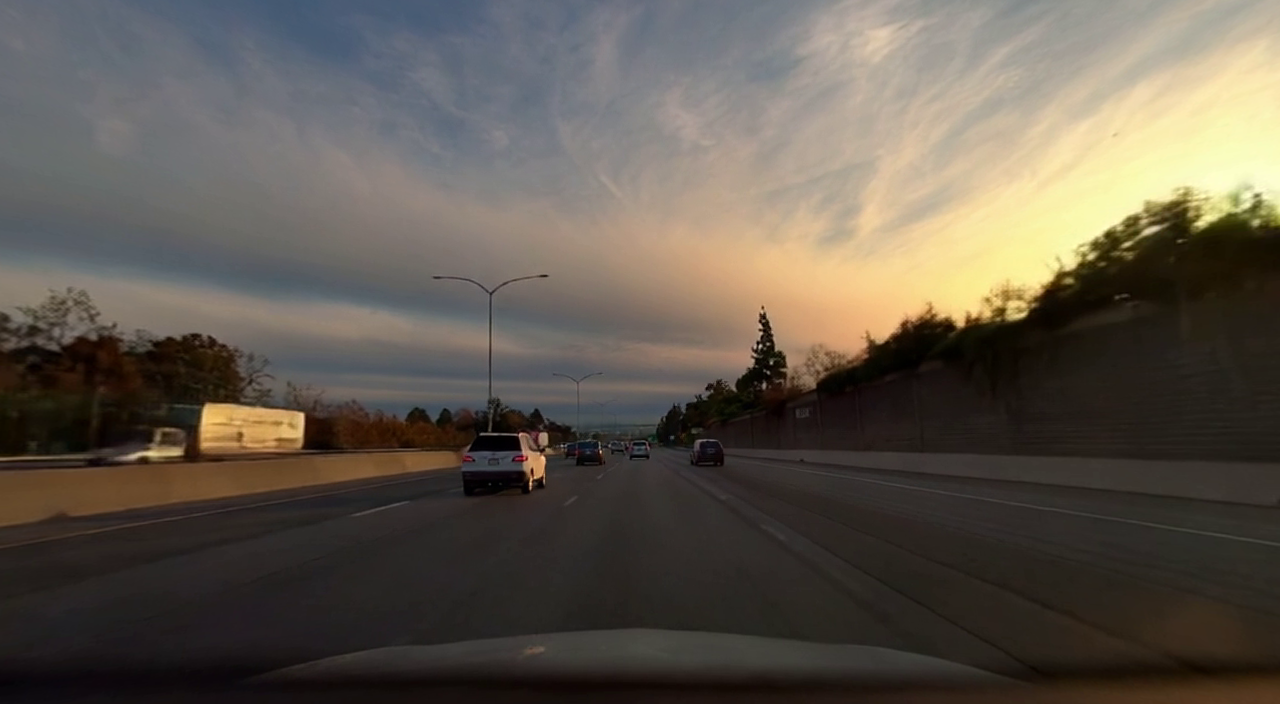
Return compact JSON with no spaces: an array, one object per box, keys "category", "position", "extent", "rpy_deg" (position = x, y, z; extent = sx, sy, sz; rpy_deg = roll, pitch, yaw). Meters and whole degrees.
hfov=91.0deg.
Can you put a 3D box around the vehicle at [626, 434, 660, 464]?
[{"category":"vehicle","position":[0.227,7.553,49.001],"extent":[2.485,2.215,5.199],"rpy_deg":[0,-9,0]}]

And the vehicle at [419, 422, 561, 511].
[{"category":"vehicle","position":[-3.478,2.797,15.907],"extent":[2.184,1.819,5.441],"rpy_deg":[0,-9,1]}]

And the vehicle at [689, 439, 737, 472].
[{"category":"vehicle","position":[4.126,5.979,36.487],"extent":[2.224,1.752,4.487],"rpy_deg":[0,-9,0]}]

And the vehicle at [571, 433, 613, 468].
[{"category":"vehicle","position":[-3.129,6.569,42.103],"extent":[2.378,2.214,4.352],"rpy_deg":[0,-9,0]}]

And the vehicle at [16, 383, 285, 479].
[{"category":"vehicle","position":[-24.418,4.362,33.388],"extent":[2.760,3.977,14.236],"rpy_deg":[0,-9,0]}]
